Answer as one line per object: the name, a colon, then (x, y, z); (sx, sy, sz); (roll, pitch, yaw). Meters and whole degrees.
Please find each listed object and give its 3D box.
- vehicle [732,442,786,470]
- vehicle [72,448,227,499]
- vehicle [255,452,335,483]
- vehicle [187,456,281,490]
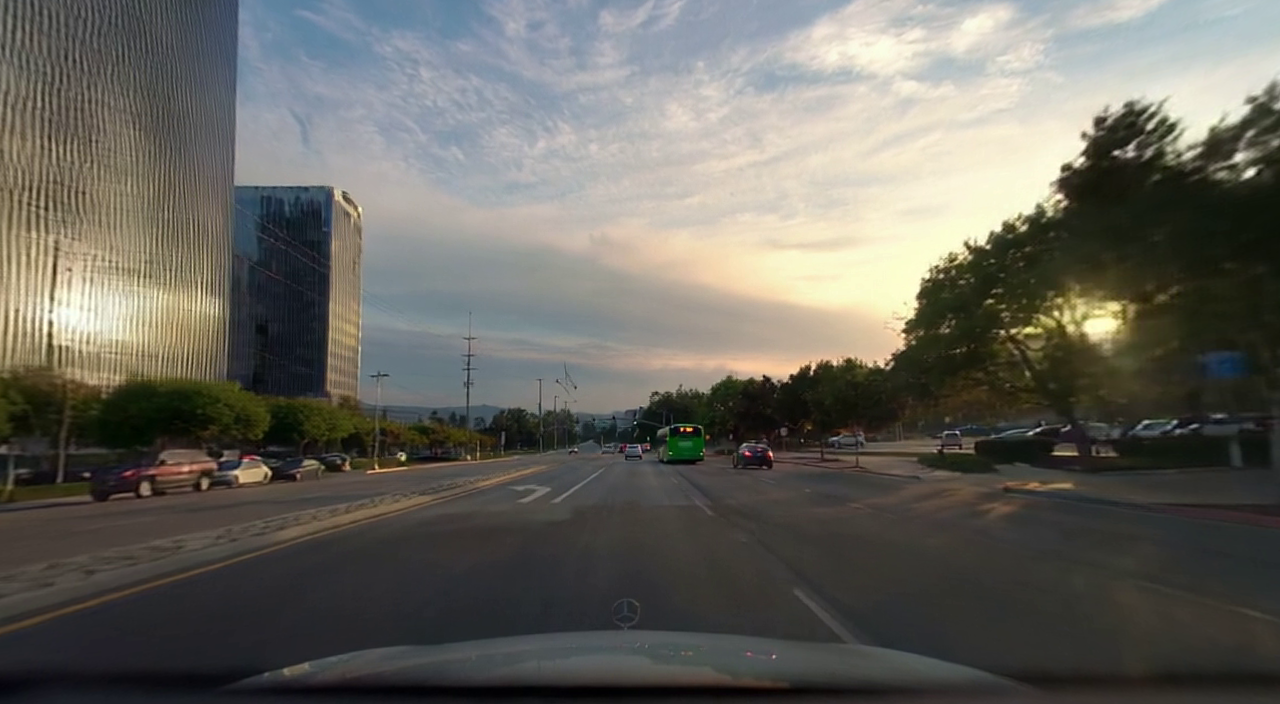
vehicle: (6.464, 5.721, 34.839); (1.992, 1.447, 4.414); (1, -9, -2)
vehicle: (-18.662, 4.608, 24.428); (2.047, 1.756, 4.844); (0, -9, 0)
vehicle: (-18.783, 6.288, 34.696); (1.861, 1.499, 4.605); (0, -9, -1)
vehicle: (-18.946, 5.619, 29.729); (1.685, 1.426, 4.247); (1, -9, -2)
